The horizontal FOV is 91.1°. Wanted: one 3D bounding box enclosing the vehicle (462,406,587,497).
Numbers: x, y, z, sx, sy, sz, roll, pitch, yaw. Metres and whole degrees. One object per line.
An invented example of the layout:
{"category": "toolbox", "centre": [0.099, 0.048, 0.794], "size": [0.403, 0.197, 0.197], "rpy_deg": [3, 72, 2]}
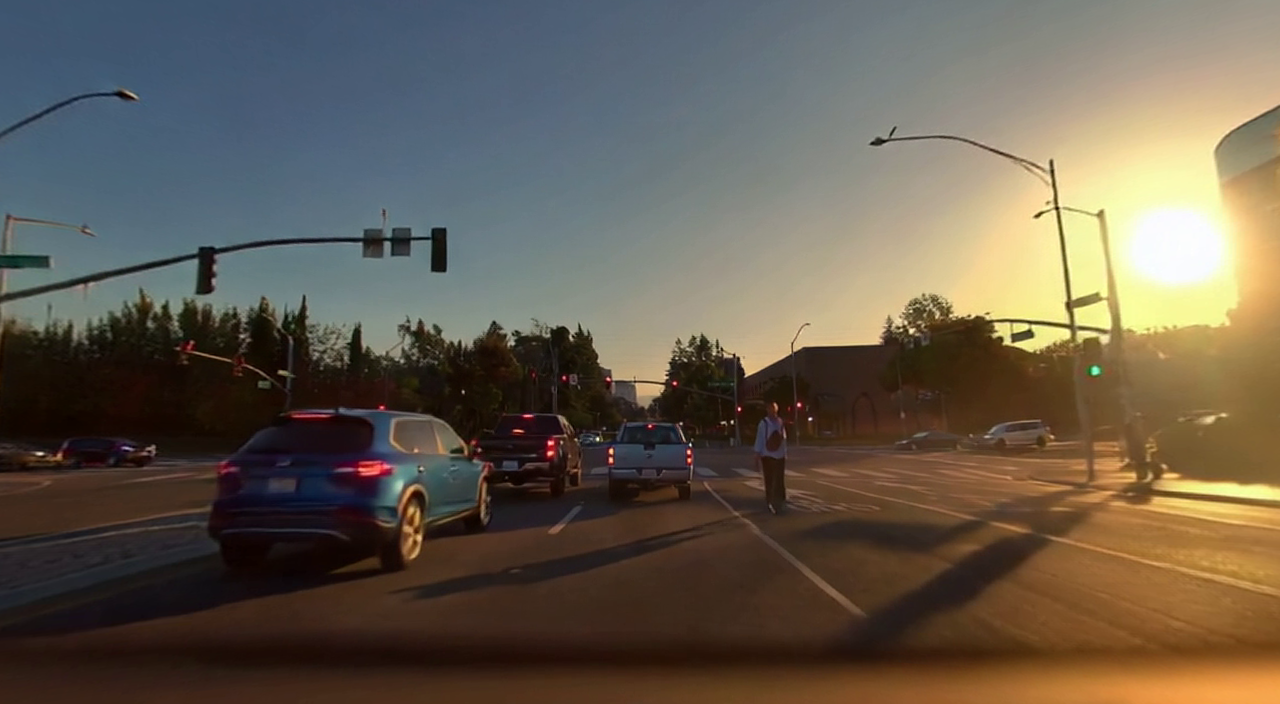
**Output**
{"category": "vehicle", "centre": [-2.653, 2.478, 15.822], "size": [2.220, 1.926, 4.870], "rpy_deg": [0, -8, 0]}

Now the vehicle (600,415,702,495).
{"category": "vehicle", "centre": [0.207, 2.595, 16.118], "size": [2.204, 1.738, 4.690], "rpy_deg": [0, -8, -1]}

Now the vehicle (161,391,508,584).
{"category": "vehicle", "centre": [-3.213, 1.533, 7.901], "size": [2.006, 1.707, 4.448], "rpy_deg": [0, -8, 2]}

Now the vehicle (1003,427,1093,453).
{"category": "vehicle", "centre": [28.641, 6.224, 44.156], "size": [4.849, 1.759, 2.041], "rpy_deg": [0, -8, -2]}

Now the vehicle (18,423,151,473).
{"category": "vehicle", "centre": [-33.117, 5.711, 37.551], "size": [5.884, 2.243, 2.287], "rpy_deg": [-6, -5, 0]}

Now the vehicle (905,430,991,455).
{"category": "vehicle", "centre": [20.007, 5.886, 40.857], "size": [4.624, 1.601, 1.871], "rpy_deg": [0, -8, -2]}
